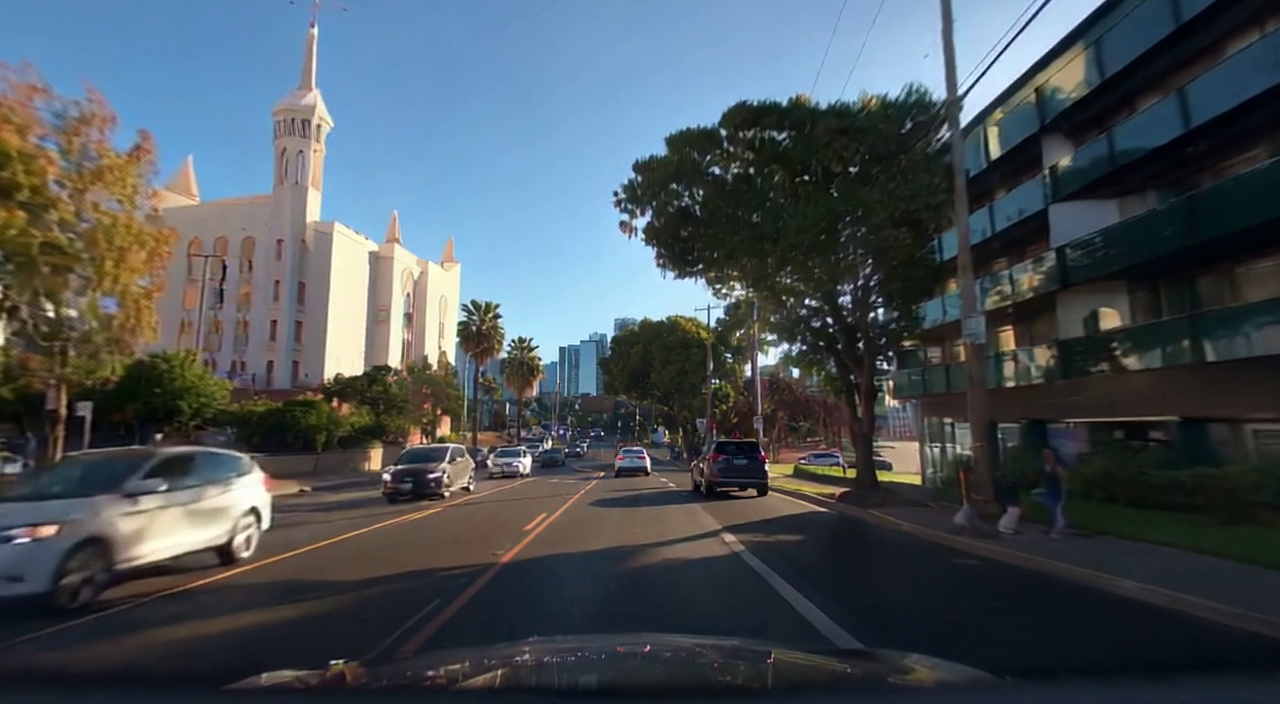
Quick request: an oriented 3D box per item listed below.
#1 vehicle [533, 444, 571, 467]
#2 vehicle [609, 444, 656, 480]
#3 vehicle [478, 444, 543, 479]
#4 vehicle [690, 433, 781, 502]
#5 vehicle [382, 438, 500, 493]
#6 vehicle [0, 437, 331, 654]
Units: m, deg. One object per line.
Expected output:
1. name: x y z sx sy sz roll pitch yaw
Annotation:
1. vehicle: -6.273 7.448 45.519 2.074 1.541 4.395 0 -8 0
2. vehicle: -0.384 5.433 31.500 2.196 1.655 3.939 0 -8 -1
3. vehicle: -6.115 5.217 30.449 2.135 1.542 4.575 0 -8 0
4. vehicle: 2.767 3.462 19.418 1.995 1.858 4.333 0 -8 -2
5. vehicle: -5.841 3.373 19.228 2.083 1.451 4.707 0 -8 0
6. vehicle: -5.634 1.745 6.990 2.106 1.566 4.631 0 -8 -1
